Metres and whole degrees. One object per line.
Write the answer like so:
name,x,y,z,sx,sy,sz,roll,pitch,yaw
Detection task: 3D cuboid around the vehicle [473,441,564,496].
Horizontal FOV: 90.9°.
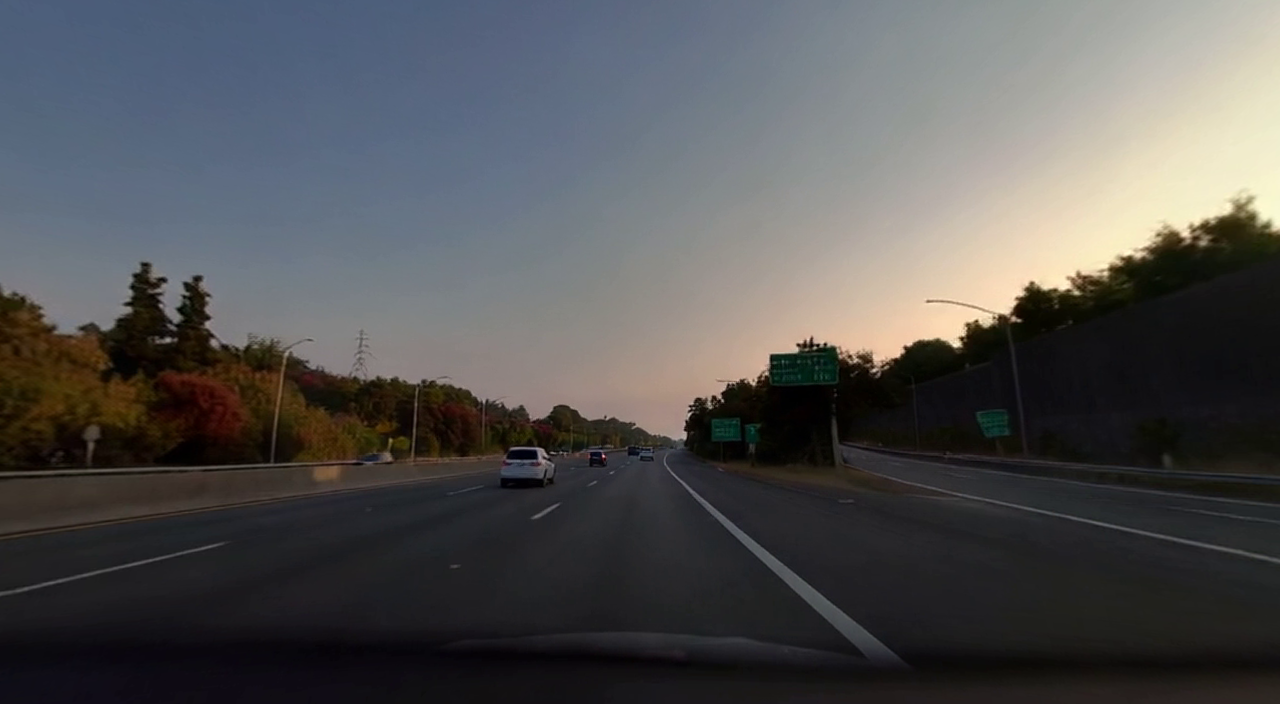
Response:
vehicle,-4.050,3.971,21.866,2.263,1.696,4.321,0,-9,1
